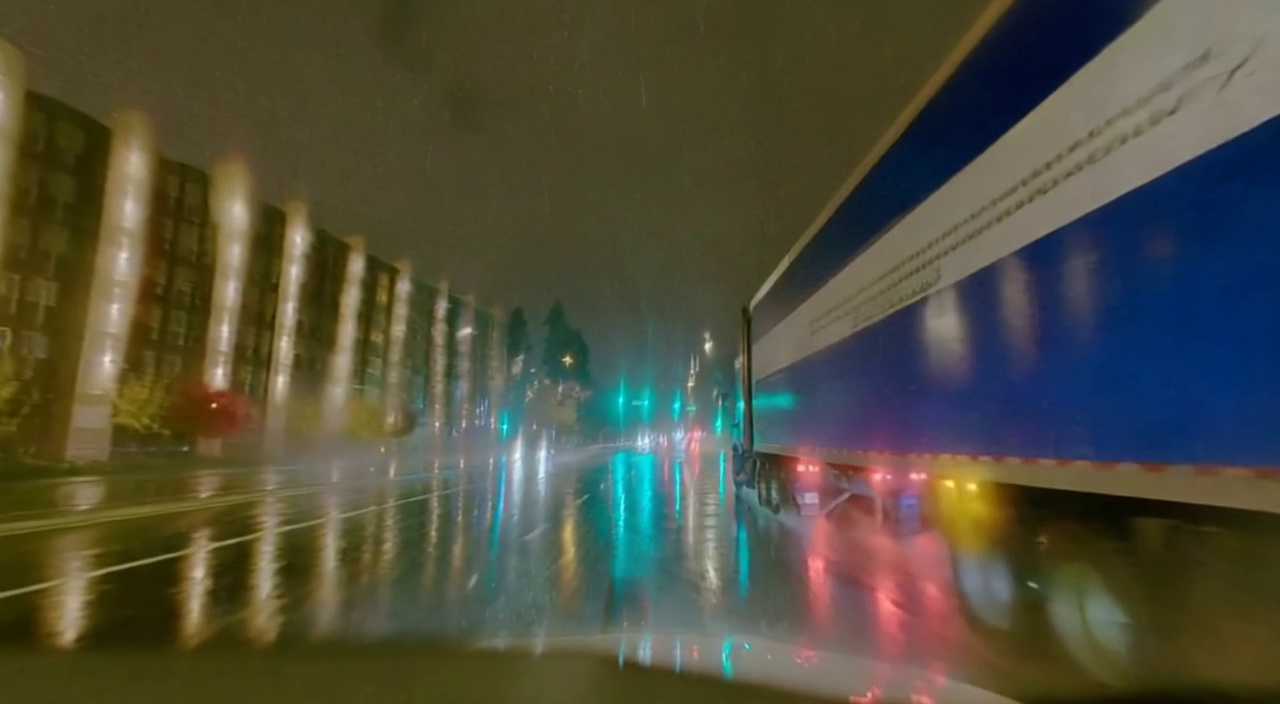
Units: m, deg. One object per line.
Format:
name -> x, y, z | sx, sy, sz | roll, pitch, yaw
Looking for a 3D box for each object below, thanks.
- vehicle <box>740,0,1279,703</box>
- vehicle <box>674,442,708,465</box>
vehicle -> 3.764, 0.466, 7.782 | 3.157, 3.982, 13.307 | 0, -8, 1
vehicle -> 3.405, 6.646, 41.443 | 1.871, 1.370, 4.206 | -2, -8, 9
